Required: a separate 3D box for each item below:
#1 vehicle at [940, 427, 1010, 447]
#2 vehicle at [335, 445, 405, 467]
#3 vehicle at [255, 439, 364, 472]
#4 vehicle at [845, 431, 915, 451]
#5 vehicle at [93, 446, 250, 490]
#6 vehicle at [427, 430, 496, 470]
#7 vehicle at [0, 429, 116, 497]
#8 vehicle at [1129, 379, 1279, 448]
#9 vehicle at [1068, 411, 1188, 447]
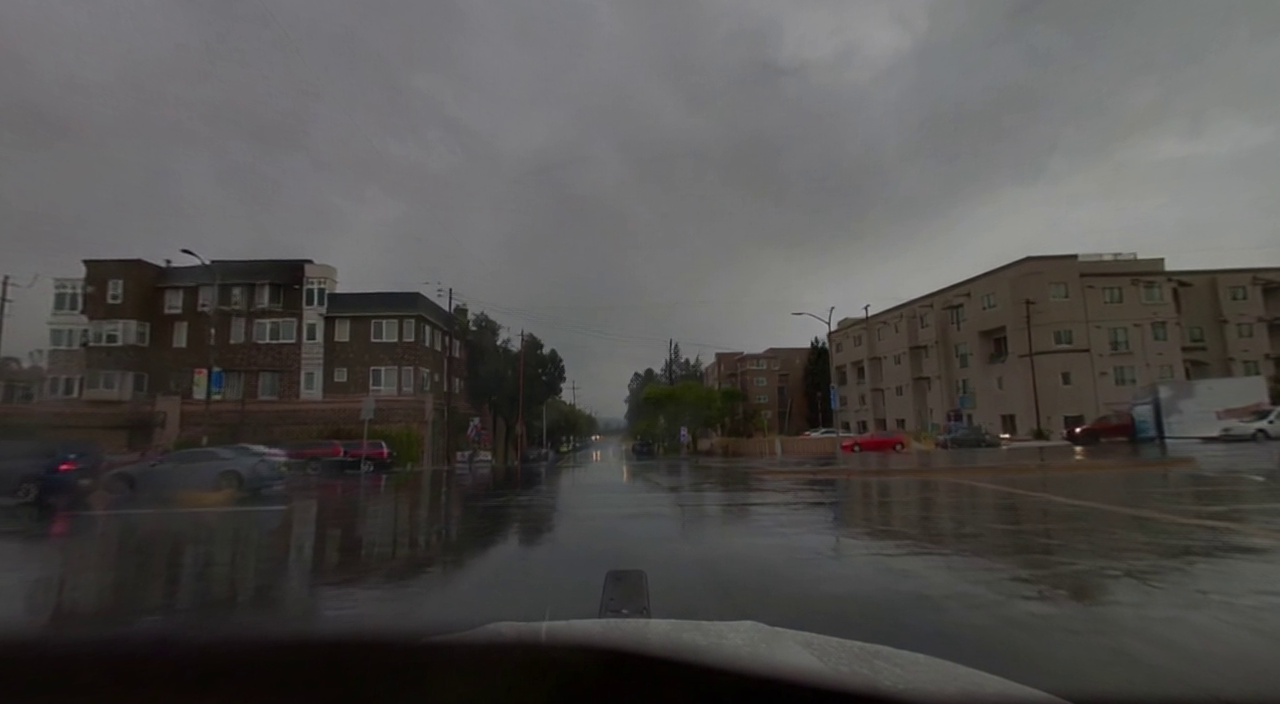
[{"bbox_3d":[25.884,6.609,48.719,4.323,1.507,1.896,0,-8,-4],"label":"vehicle"},{"bbox_3d":[-19.791,7.651,46.363,4.277,1.527,1.987,0,-8,-3],"label":"vehicle"},{"bbox_3d":[-17.421,5.441,33.431,2.010,1.583,4.582,-6,-10,34],"label":"vehicle"},{"bbox_3d":[18.360,6.783,48.331,4.528,1.458,1.939,1,-7,-4],"label":"vehicle"},{"bbox_3d":[-16.381,4.043,22.160,4.233,1.432,1.755,-1,-9,6],"label":"vehicle"},{"bbox_3d":[-8.353,4.713,29.992,2.156,1.620,4.945,3,-10,-4],"label":"vehicle"},{"bbox_3d":[-21.526,3.936,22.590,3.506,2.261,2.158,-1,-8,5],"label":"vehicle"},{"bbox_3d":[33.443,3.405,34.793,10.986,3.604,2.707,0,-9,-5],"label":"vehicle"},{"bbox_3d":[29.242,4.630,37.906,5.277,2.032,2.408,1,-7,-3],"label":"vehicle"}]
